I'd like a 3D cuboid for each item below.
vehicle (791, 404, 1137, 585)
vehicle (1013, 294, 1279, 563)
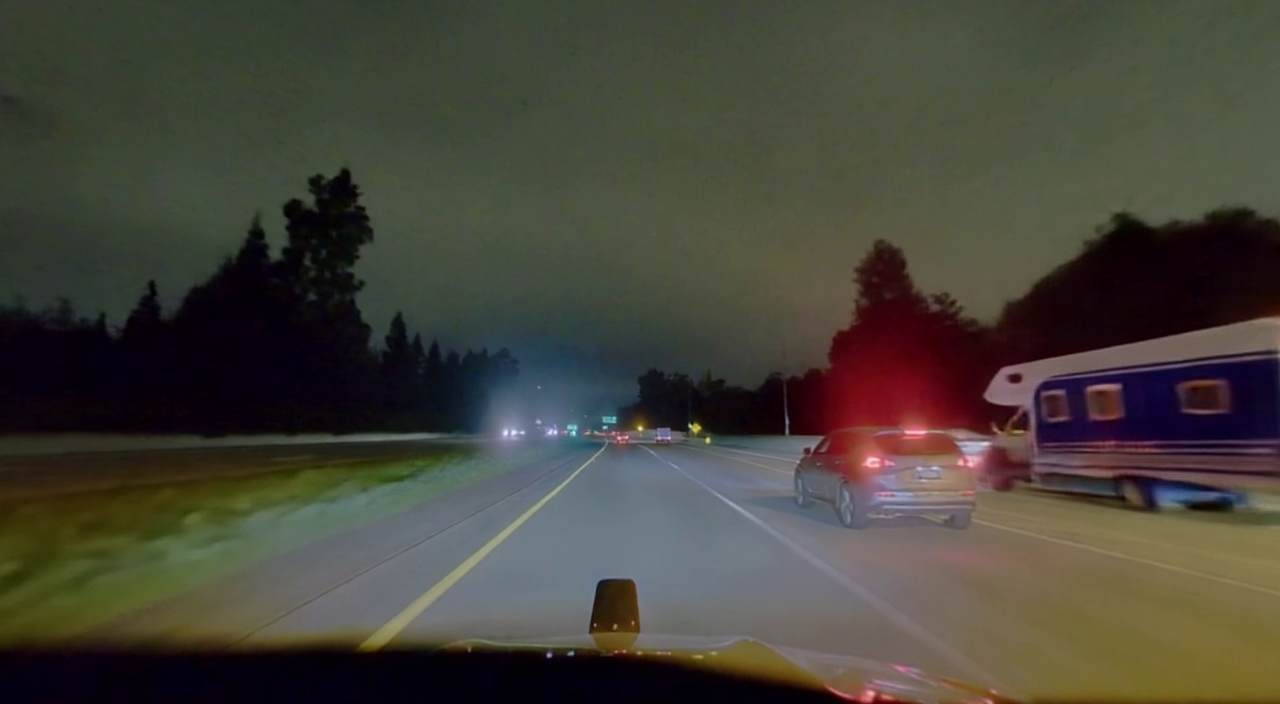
[{"bbox_3d":[3.320,1.503,7.513,2.002,1.569,3.845,0,-8,-1],"label":"vehicle"},{"bbox_3d":[7.735,0.966,7.825,2.594,2.701,5.573,0,-8,-2],"label":"vehicle"}]
